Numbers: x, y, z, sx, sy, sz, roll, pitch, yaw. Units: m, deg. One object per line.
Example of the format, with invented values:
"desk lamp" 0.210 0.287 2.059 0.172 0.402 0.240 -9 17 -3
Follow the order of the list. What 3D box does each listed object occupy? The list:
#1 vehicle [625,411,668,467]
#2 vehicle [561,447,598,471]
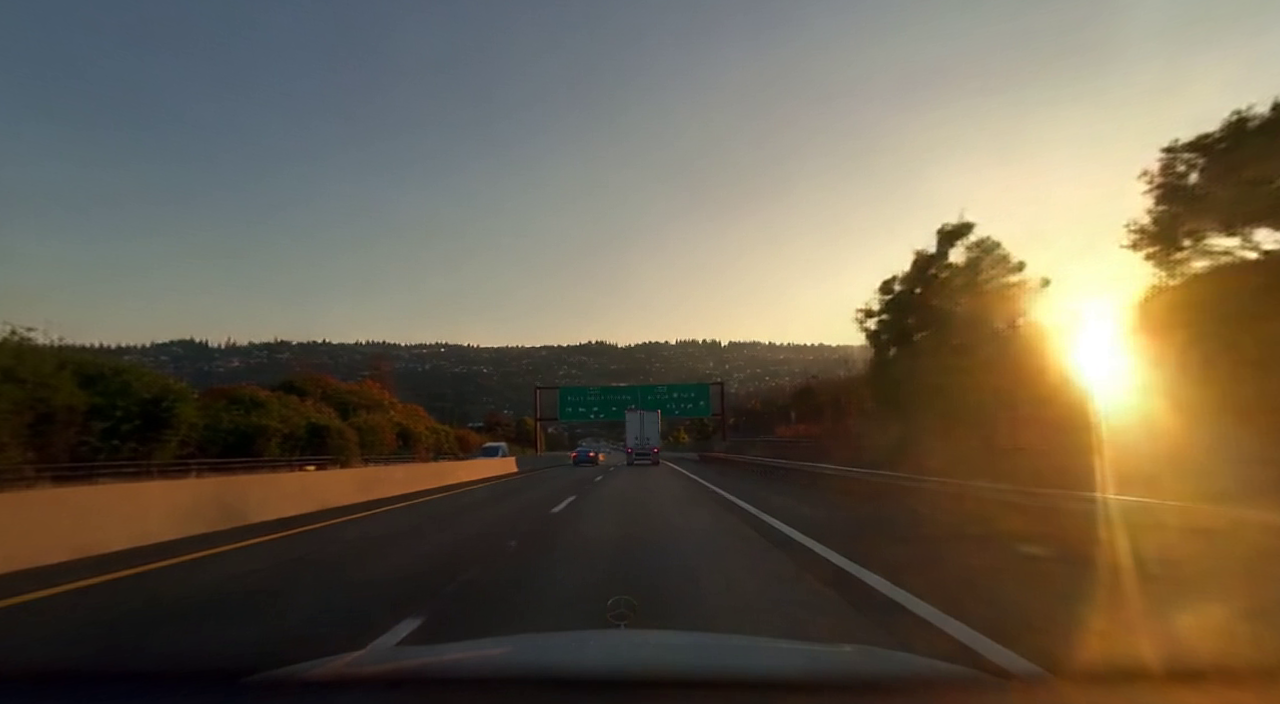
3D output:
"vehicle" 0.318 6.717 48.168 2.864 3.805 9.500 0 -9 -2
"vehicle" -4.047 7.245 42.904 2.053 1.523 4.450 0 -9 0
